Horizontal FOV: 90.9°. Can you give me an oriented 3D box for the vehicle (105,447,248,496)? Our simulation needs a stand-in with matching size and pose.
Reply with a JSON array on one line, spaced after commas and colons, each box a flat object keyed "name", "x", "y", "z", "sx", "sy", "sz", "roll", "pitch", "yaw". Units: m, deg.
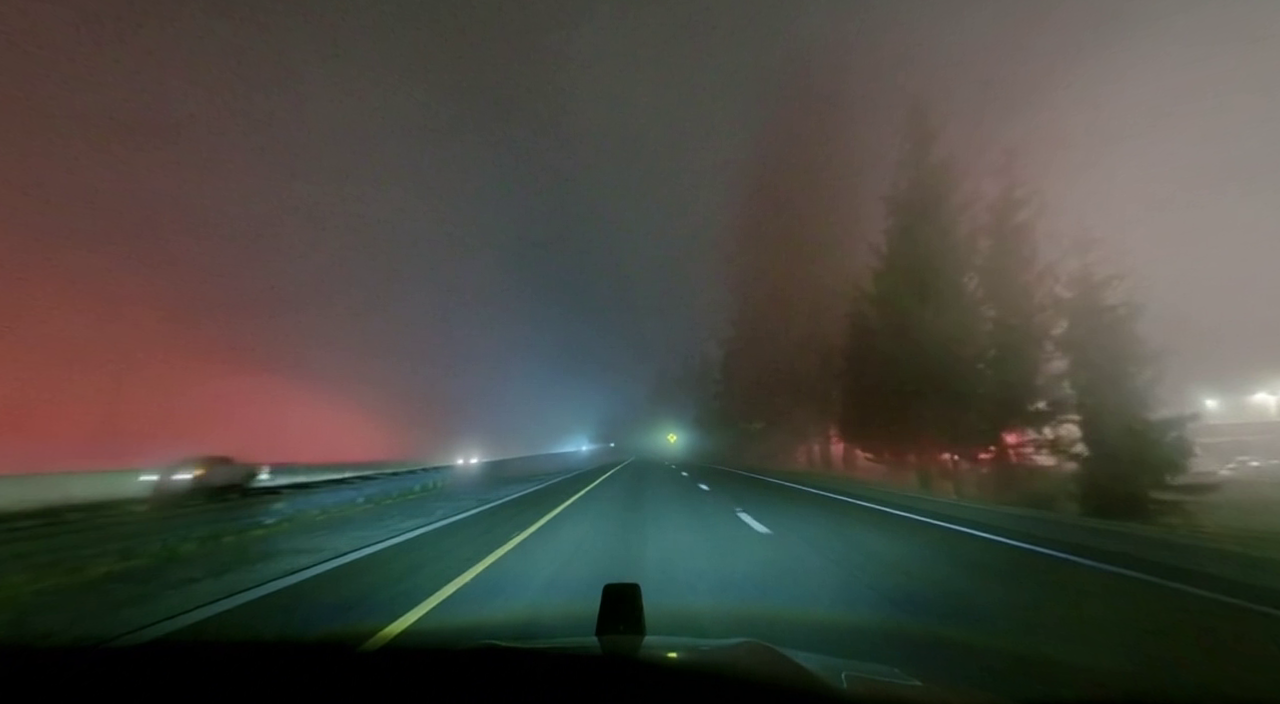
[{"name": "vehicle", "x": -18.293, "y": 4.679, "z": 25.246, "sx": 2.029, "sy": 1.737, "sz": 4.748, "roll": -1, "pitch": -8, "yaw": 1}]
